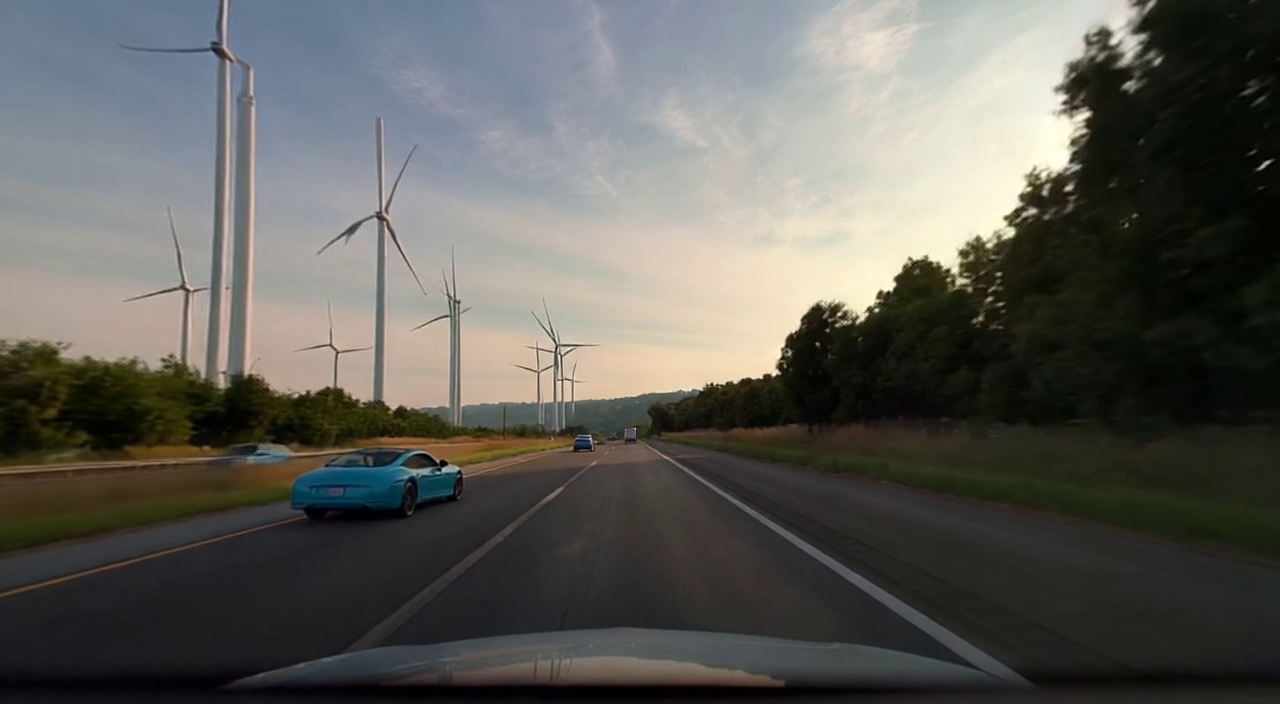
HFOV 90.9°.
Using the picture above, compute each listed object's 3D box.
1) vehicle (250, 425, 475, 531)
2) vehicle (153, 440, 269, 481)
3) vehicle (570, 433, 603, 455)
[{"bbox_3d":[-4.302,1.989,10.648,1.969,1.413,4.194,0,-8,-1],"label":"vehicle"},{"bbox_3d":[-17.334,4.358,25.726,1.900,1.528,4.061,0,-8,-1],"label":"vehicle"},{"bbox_3d":[-3.631,6.284,43.212,2.024,1.456,3.754,0,-8,-2],"label":"vehicle"}]
